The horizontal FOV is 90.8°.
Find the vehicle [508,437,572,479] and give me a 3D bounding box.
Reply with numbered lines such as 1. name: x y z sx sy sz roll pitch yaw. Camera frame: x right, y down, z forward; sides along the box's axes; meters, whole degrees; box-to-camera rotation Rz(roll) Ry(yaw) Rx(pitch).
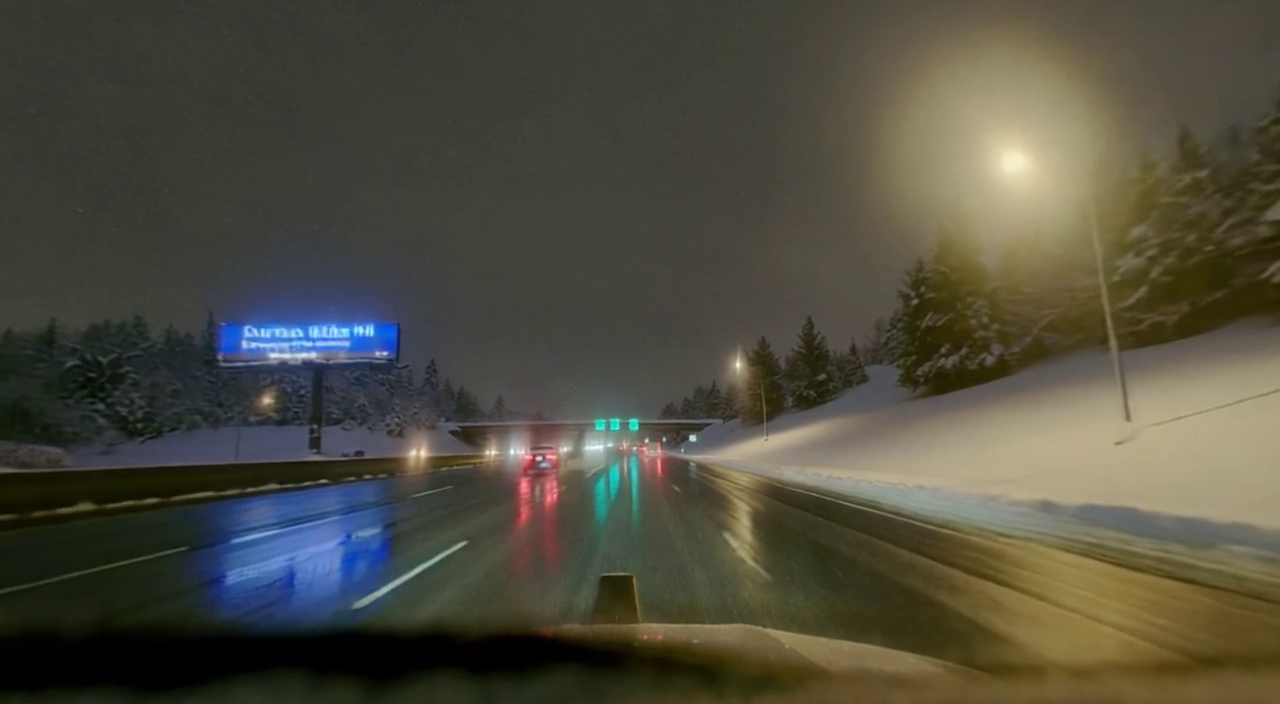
1. vehicle: -4.370 4.716 28.355 2.102 1.727 4.704 0 -9 0
